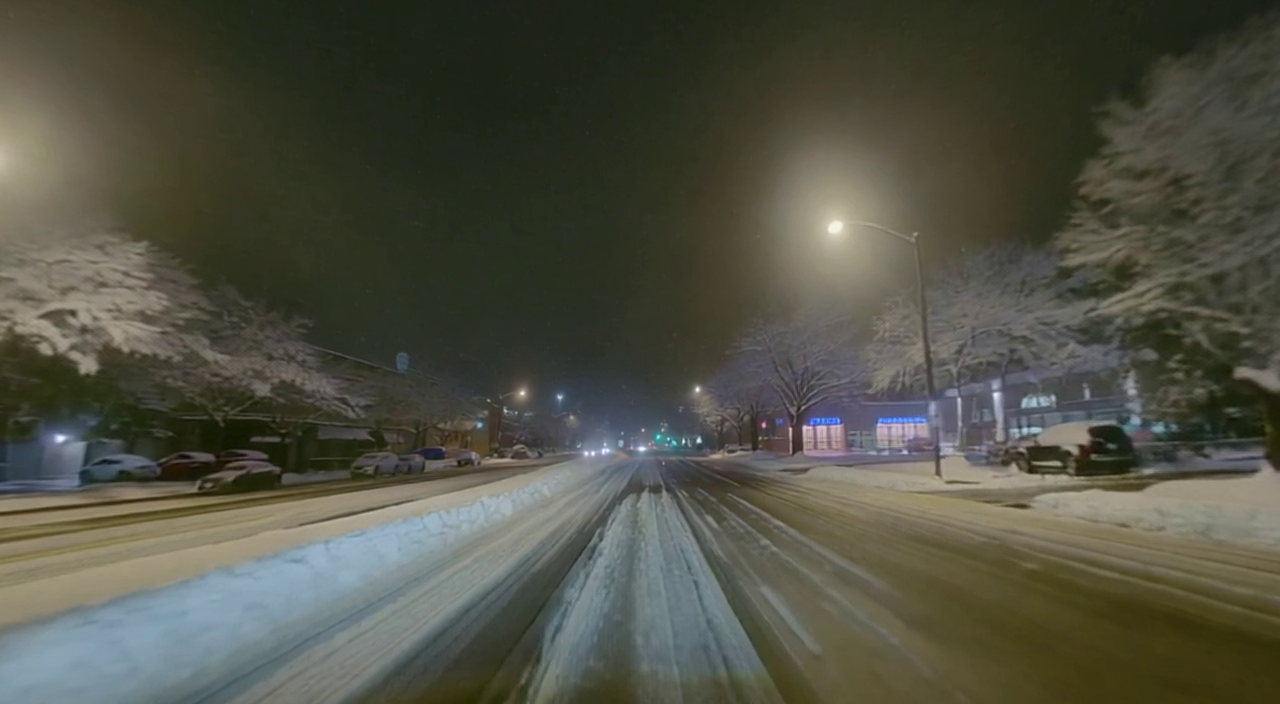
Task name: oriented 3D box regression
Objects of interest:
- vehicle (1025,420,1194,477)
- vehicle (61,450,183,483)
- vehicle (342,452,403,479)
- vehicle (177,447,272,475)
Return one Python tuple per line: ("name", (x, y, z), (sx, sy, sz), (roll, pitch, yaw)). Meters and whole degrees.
("vehicle", (16.643, 3.488, 22.724), (2.151, 1.814, 5.129), (0, -9, 1))
("vehicle", (-27.622, 6.095, 33.591), (4.573, 1.633, 2.016), (1, -8, -5))
("vehicle", (-19.008, 8.039, 44.872), (2.029, 1.785, 4.694), (0, -9, 3))
("vehicle", (-26.926, 7.062, 40.839), (4.472, 1.717, 2.392), (1, -8, -2))
